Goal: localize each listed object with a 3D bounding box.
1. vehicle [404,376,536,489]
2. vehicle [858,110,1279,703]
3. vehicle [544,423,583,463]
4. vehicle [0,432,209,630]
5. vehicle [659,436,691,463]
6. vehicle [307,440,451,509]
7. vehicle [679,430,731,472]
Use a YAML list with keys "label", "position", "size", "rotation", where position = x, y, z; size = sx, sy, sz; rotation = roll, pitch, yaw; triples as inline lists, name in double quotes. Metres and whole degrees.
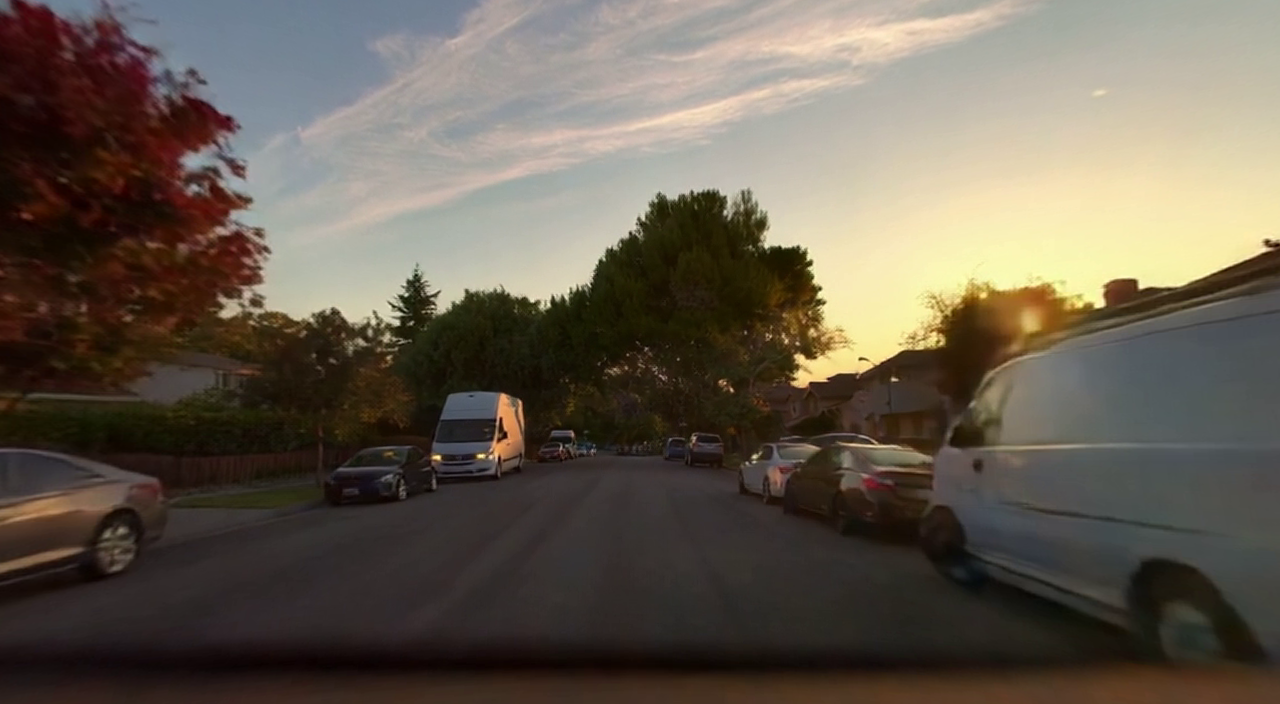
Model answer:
- label: "vehicle"
  position: [-6.143, 3.121, 24.349]
  size: [2.896, 3.648, 8.004]
  rotation: [0, -8, -1]
- label: "vehicle"
  position: [3.398, 0.636, 4.123]
  size: [2.215, 2.542, 4.550]
  rotation: [-2, -7, 0]
- label: "vehicle"
  position: [-5.747, 6.899, 47.718]
  size: [2.408, 2.782, 3.837]
  rotation: [-3, -8, 1]
- label: "vehicle"
  position: [-6.028, 1.470, 5.174]
  size: [1.818, 1.563, 4.483]
  rotation: [-1, -9, 0]
- label: "vehicle"
  position: [2.492, 7.041, 45.724]
  size: [1.918, 1.815, 4.400]
  rotation: [0, -8, -1]
- label: "vehicle"
  position: [-6.261, 2.934, 15.686]
  size: [1.921, 1.470, 4.068]
  rotation: [0, -8, -1]
- label: "vehicle"
  position: [3.090, 4.795, 30.896]
  size: [1.965, 1.855, 4.677]
  rotation: [0, -8, -1]
